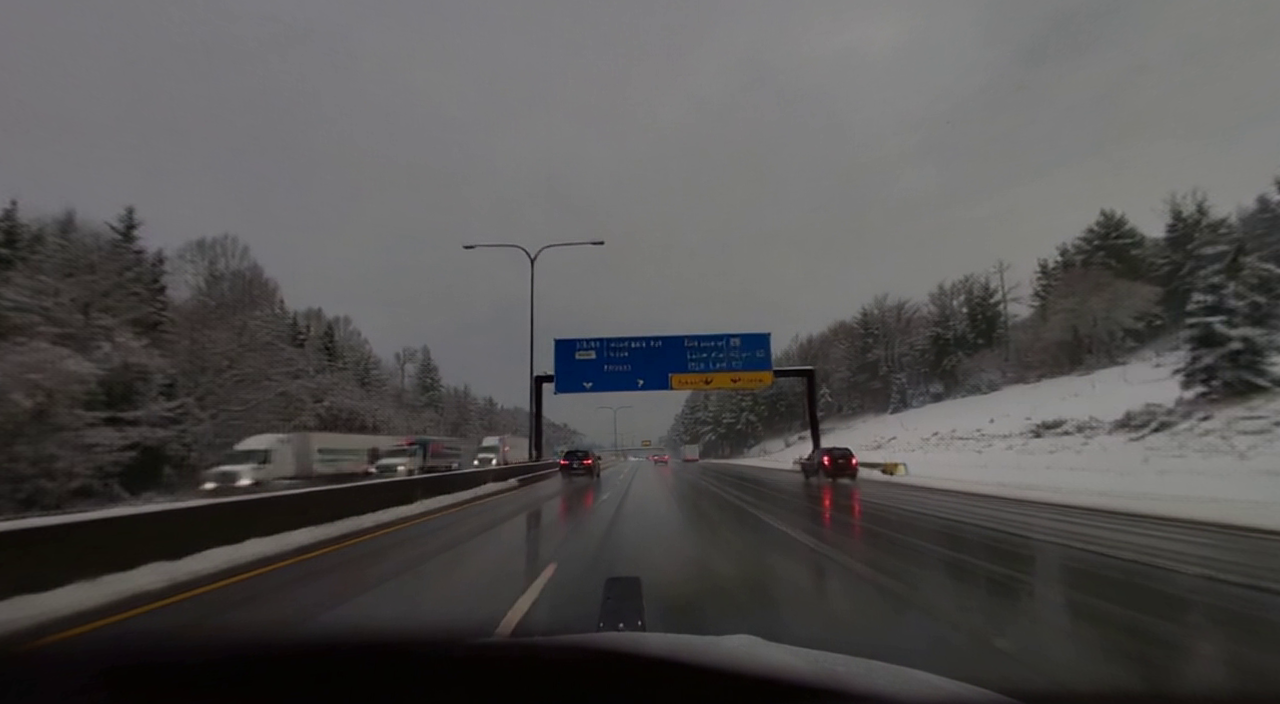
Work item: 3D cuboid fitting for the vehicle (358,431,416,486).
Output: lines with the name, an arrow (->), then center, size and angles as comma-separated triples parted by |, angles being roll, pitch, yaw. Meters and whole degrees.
vehicle -> -18.585, 7.822, 46.428 | 2.772, 3.823, 3.192 | 0, -9, 0

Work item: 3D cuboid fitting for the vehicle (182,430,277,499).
vehicle -> -22.470, 6.147, 34.694 | 2.913, 3.587, 3.098 | 0, -9, 0

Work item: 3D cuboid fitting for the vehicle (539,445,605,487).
vehicle -> -2.669, 4.625, 25.863 | 2.191, 1.563, 4.318 | 0, -9, 1

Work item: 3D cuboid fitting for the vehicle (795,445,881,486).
vehicle -> 7.795, 4.505, 25.312 | 1.943, 1.493, 4.507 | 0, -9, -1

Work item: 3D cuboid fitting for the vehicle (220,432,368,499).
vehicle -> -22.498, 7.456, 42.333 | 2.772, 3.782, 12.488 | 0, -9, 0
